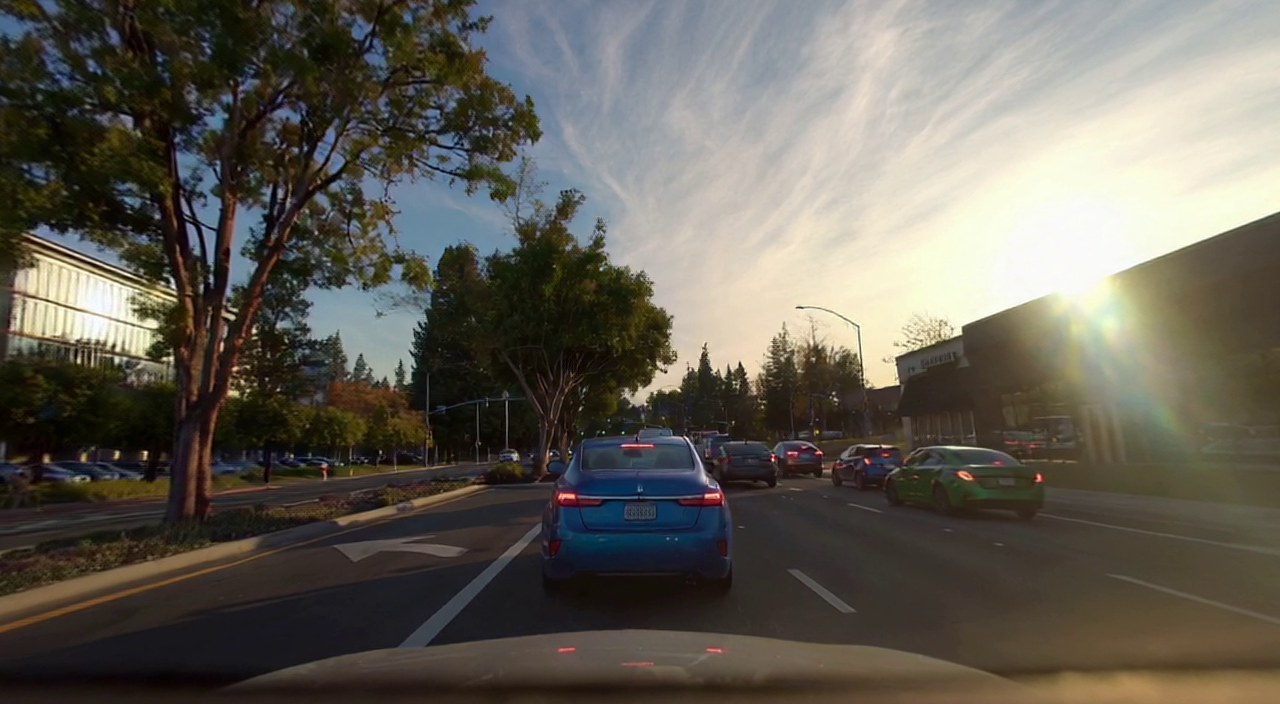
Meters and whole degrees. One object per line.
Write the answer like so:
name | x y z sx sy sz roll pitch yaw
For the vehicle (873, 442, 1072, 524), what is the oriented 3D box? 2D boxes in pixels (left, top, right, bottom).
vehicle | 6.864 2.699 13.688 1.911 1.468 4.417 0 -8 0

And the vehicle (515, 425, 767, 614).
vehicle | -0.026 1.644 7.210 1.977 1.465 4.376 0 -8 -1

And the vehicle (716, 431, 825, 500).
vehicle | 3.608 3.229 18.403 2.114 1.736 4.553 0 -8 -1
